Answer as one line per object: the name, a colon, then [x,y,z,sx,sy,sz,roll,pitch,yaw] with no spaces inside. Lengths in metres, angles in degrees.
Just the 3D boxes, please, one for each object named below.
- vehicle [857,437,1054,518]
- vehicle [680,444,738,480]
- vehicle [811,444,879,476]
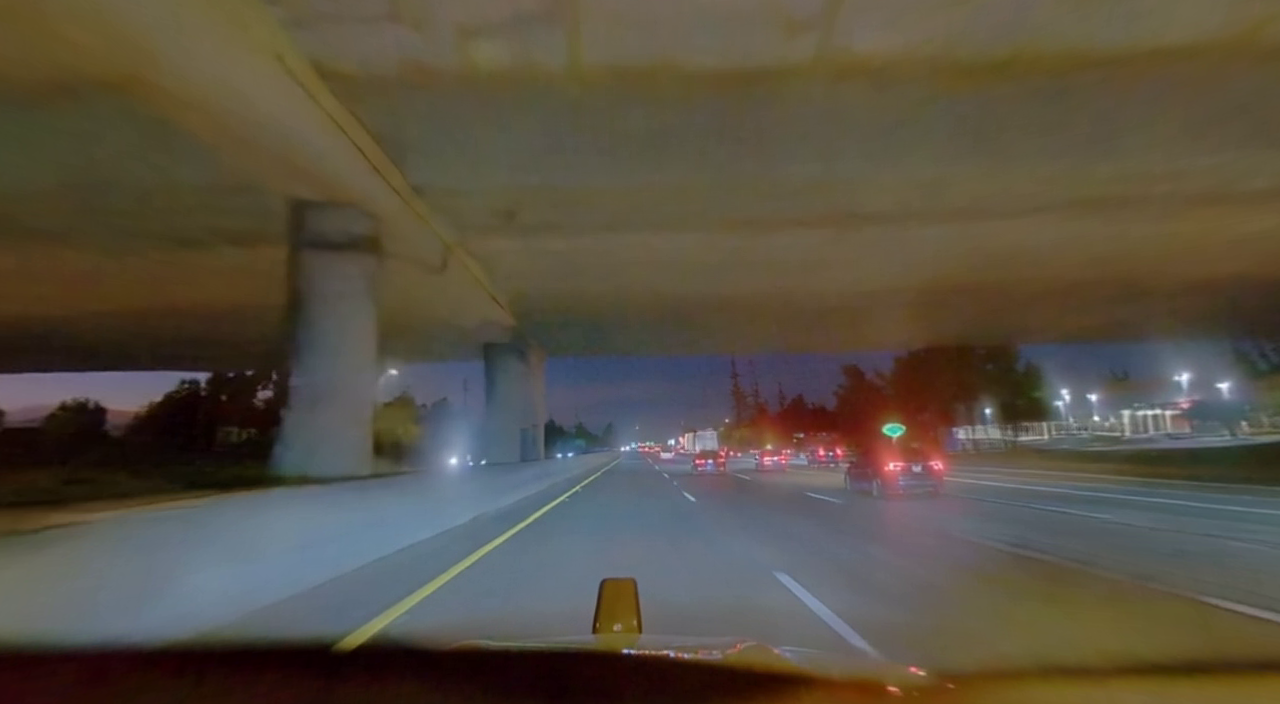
vehicle: [6.616,2.668,13.959,1.952,1.489,4.483,0,-9,-1]
vehicle: [3.056,4.976,28.889,1.993,1.507,4.594,0,-9,-2]
vehicle: [9.909,5.223,30.838,1.838,1.440,4.121,0,-9,-2]
